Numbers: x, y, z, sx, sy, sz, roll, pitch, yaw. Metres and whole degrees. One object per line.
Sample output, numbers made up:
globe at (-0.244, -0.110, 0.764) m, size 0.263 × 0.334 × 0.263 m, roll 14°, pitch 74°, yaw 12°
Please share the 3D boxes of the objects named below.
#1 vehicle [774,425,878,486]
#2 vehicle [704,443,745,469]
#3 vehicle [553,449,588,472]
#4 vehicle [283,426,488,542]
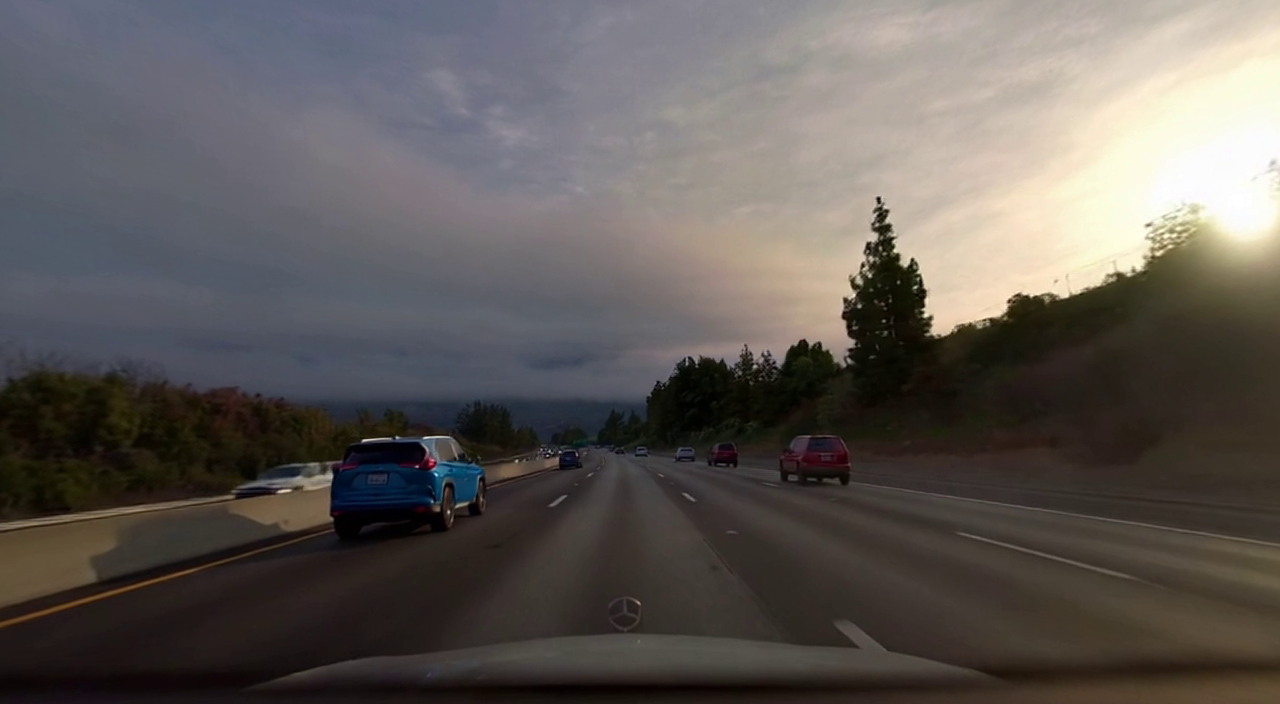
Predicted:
vehicle at (7.010, 4.011, 24.488) m, size 2.378 × 2.096 × 5.119 m, roll 0°, pitch -9°, yaw -1°
vehicle at (5.963, 7.410, 45.041) m, size 2.107 × 1.732 × 4.527 m, roll 0°, pitch -9°, yaw -3°
vehicle at (-4.680, 7.362, 42.973) m, size 2.009 × 1.488 × 4.289 m, roll 0°, pitch -9°, yaw -2°
vehicle at (-4.410, 2.350, 11.826) m, size 2.079 × 1.745 × 4.281 m, roll 0°, pitch -9°, yaw -1°
